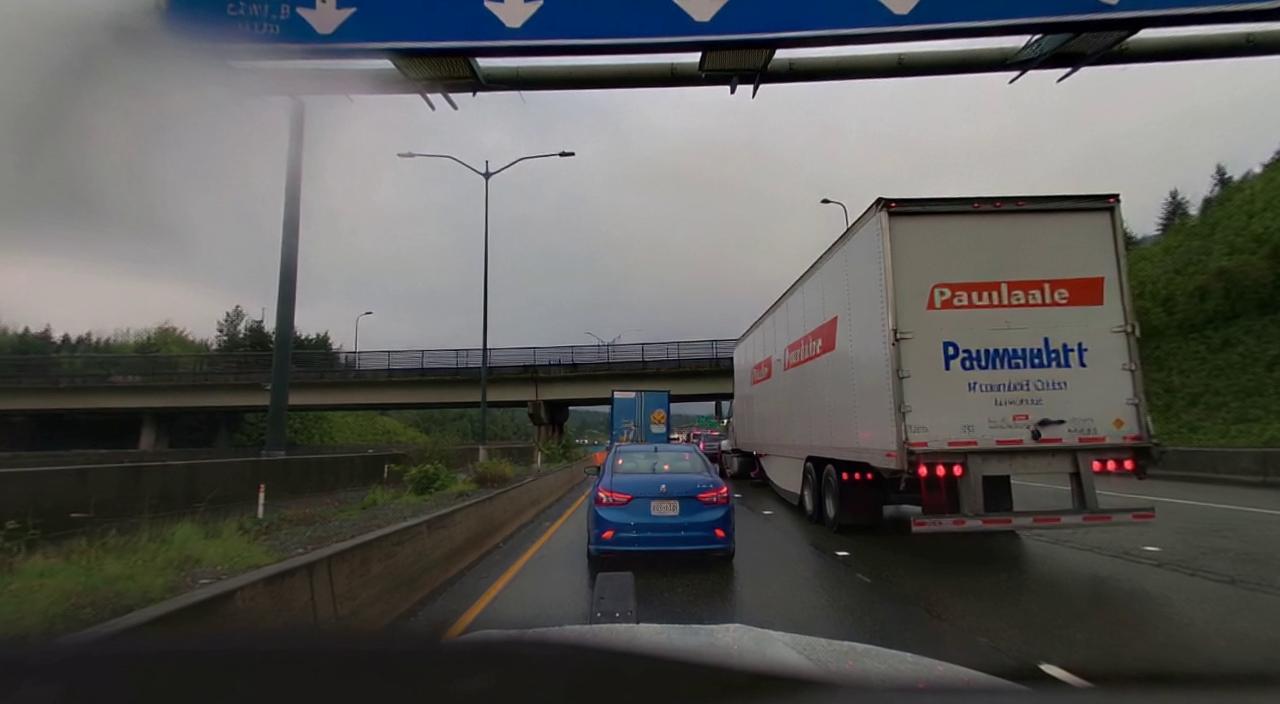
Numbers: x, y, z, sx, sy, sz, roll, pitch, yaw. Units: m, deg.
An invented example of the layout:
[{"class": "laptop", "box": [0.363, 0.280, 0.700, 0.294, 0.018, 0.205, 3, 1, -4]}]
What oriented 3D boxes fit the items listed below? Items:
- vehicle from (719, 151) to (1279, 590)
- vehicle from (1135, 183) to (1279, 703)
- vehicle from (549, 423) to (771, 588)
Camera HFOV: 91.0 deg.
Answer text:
[{"class": "vehicle", "box": [4.183, 1.066, 12.937, 2.827, 4.081, 14.305, 0, -8, -2]}, {"class": "vehicle", "box": [4.733, 0.101, 0.608, 2.892, 2.615, 6.650, 0, -8, -2]}, {"class": "vehicle", "box": [0.172, 1.674, 7.681, 2.045, 1.490, 3.597, -1, -8, 0]}]
